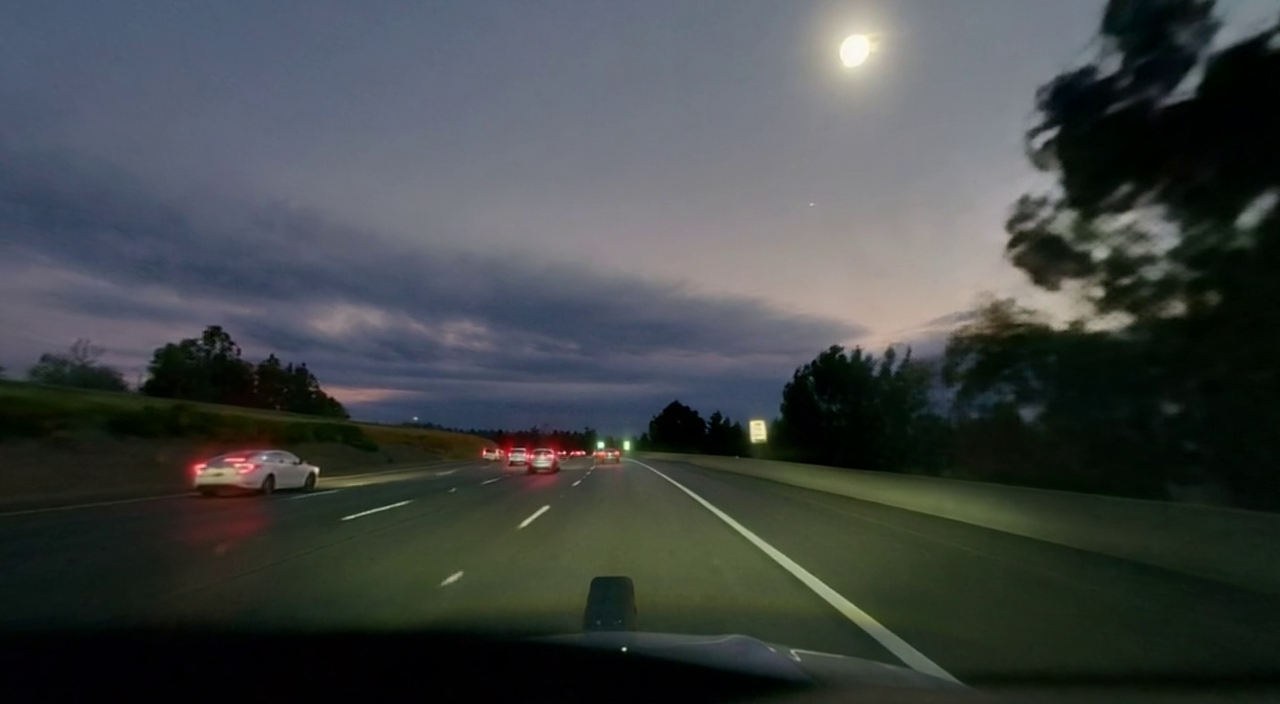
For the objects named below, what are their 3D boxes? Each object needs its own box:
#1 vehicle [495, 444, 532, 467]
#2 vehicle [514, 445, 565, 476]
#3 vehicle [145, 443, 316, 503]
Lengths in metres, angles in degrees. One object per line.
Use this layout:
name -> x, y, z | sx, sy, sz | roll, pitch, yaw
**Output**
vehicle -> -9.406, 7.691, 47.033 | 2.015, 1.608, 4.294 | 0, -9, -2
vehicle -> -5.077, 5.556, 32.323 | 2.120, 1.458, 4.031 | 0, -9, -3
vehicle -> -11.582, 3.431, 18.322 | 1.960, 1.487, 4.593 | 0, -9, -1
